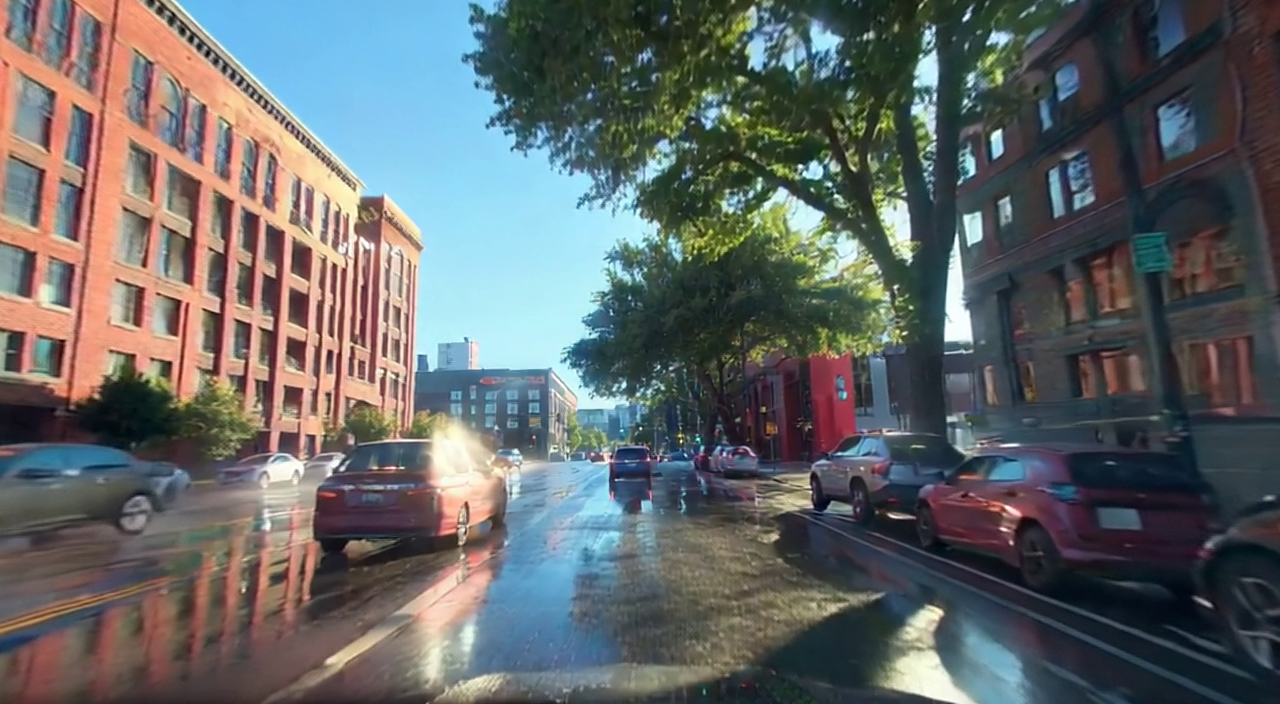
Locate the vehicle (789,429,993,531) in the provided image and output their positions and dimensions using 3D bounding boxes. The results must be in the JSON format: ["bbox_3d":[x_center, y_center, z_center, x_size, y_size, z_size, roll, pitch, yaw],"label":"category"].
[{"bbox_3d":[4.907,2.571,13.303,2.123,1.736,4.795,1,-9,-3],"label":"vehicle"}]

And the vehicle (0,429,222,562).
[{"bbox_3d":[-9.585,2.188,10.287,2.186,1.745,4.693,0,-9,1],"label":"vehicle"}]

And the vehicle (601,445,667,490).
[{"bbox_3d":[-0.239,4.264,23.608,2.230,1.518,4.113,1,-9,-1],"label":"vehicle"}]

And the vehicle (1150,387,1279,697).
[{"bbox_3d":[4.751,0.828,1.911,2.001,1.742,4.996,1,-9,-3],"label":"vehicle"}]

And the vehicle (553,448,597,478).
[{"bbox_3d":[-3.678,6.341,36.195,1.972,1.560,4.066,0,-9,2],"label":"vehicle"}]

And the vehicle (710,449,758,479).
[{"bbox_3d":[4.976,5.939,33.707,1.832,1.491,4.054,1,-9,-2],"label":"vehicle"}]

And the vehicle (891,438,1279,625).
[{"bbox_3d":[4.834,1.816,7.459,1.910,1.499,4.495,0,-9,0],"label":"vehicle"}]

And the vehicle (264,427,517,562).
[{"bbox_3d":[-3.392,2.026,9.756,1.934,1.548,4.635,0,-9,1],"label":"vehicle"}]
